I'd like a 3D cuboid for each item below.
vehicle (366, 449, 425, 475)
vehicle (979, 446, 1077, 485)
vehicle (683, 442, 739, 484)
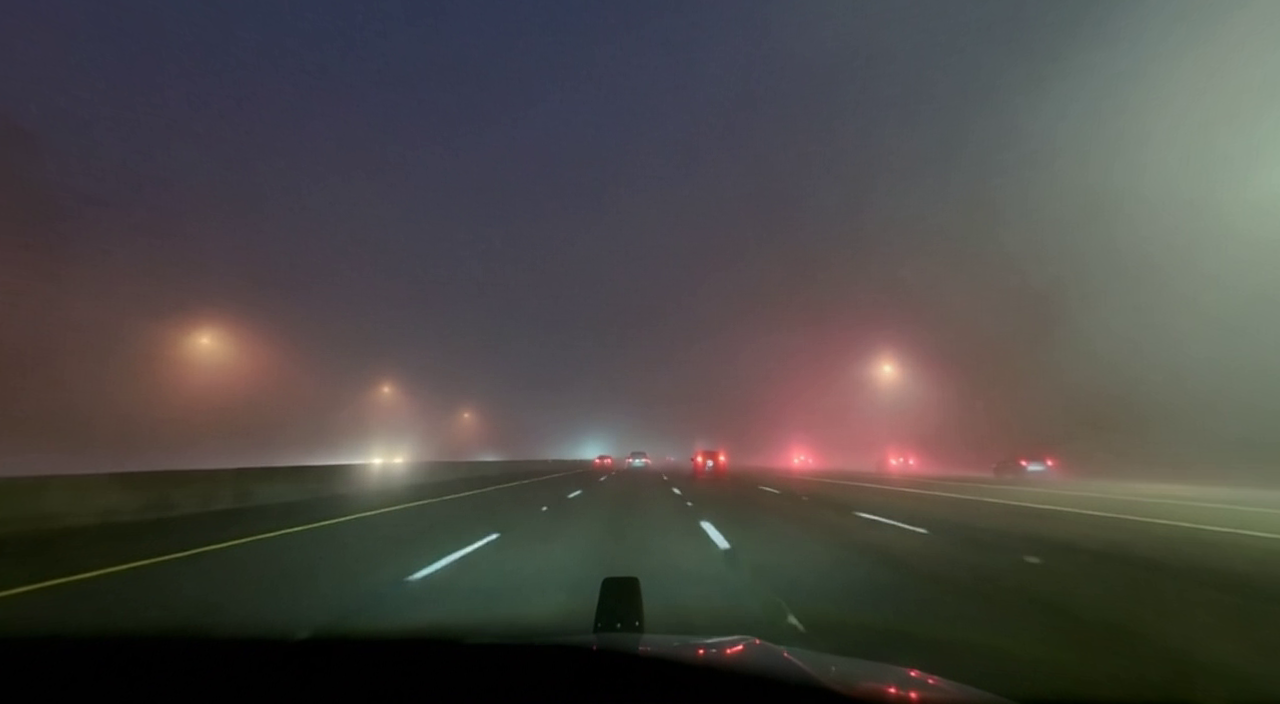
[{"bbox_3d":[-17.849,8.045,46.294,2.066,1.824,5.243,0,-9,2],"label":"vehicle"},{"bbox_3d":[19.496,5.708,31.947,2.116,1.754,4.727,0,-9,3],"label":"vehicle"},{"bbox_3d":[3.289,5.286,30.176,2.147,1.794,4.538,0,-9,0],"label":"vehicle"}]
